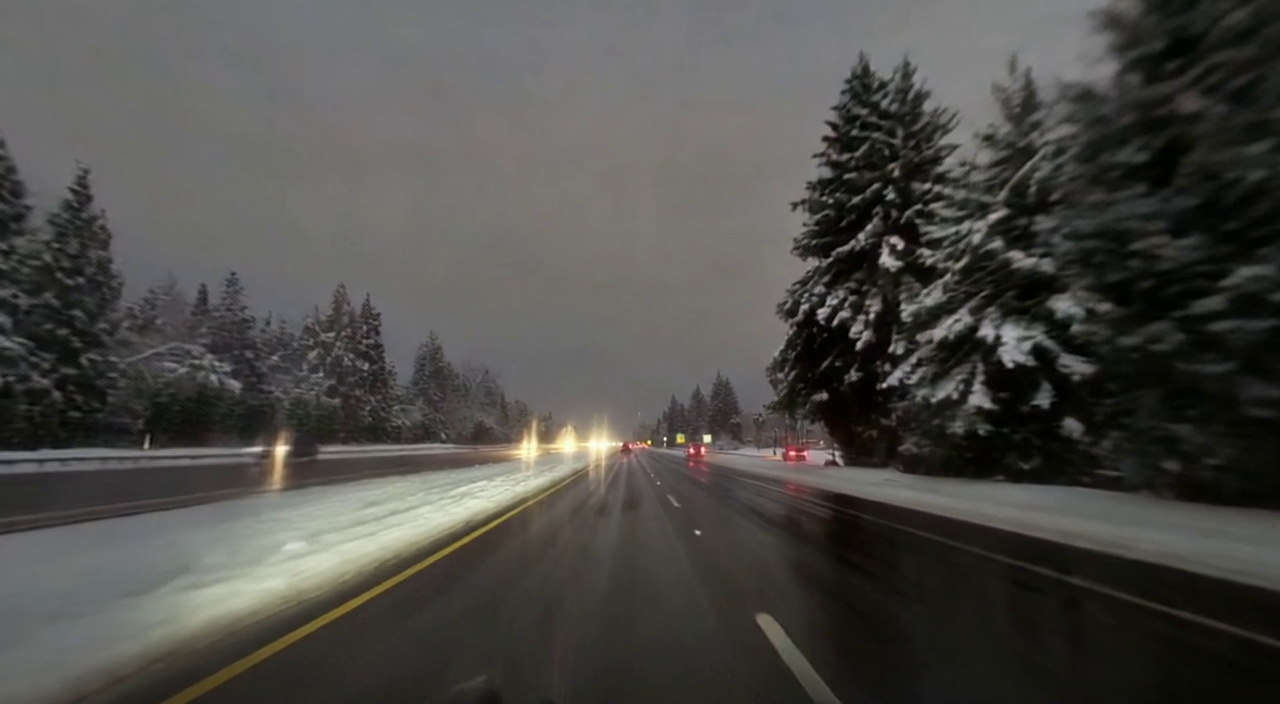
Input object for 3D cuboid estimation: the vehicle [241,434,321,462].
[{"bbox_3d":[-20.221,5.435,35.804,1.917,1.503,4.480,0,-8,0],"label":"vehicle"}]
